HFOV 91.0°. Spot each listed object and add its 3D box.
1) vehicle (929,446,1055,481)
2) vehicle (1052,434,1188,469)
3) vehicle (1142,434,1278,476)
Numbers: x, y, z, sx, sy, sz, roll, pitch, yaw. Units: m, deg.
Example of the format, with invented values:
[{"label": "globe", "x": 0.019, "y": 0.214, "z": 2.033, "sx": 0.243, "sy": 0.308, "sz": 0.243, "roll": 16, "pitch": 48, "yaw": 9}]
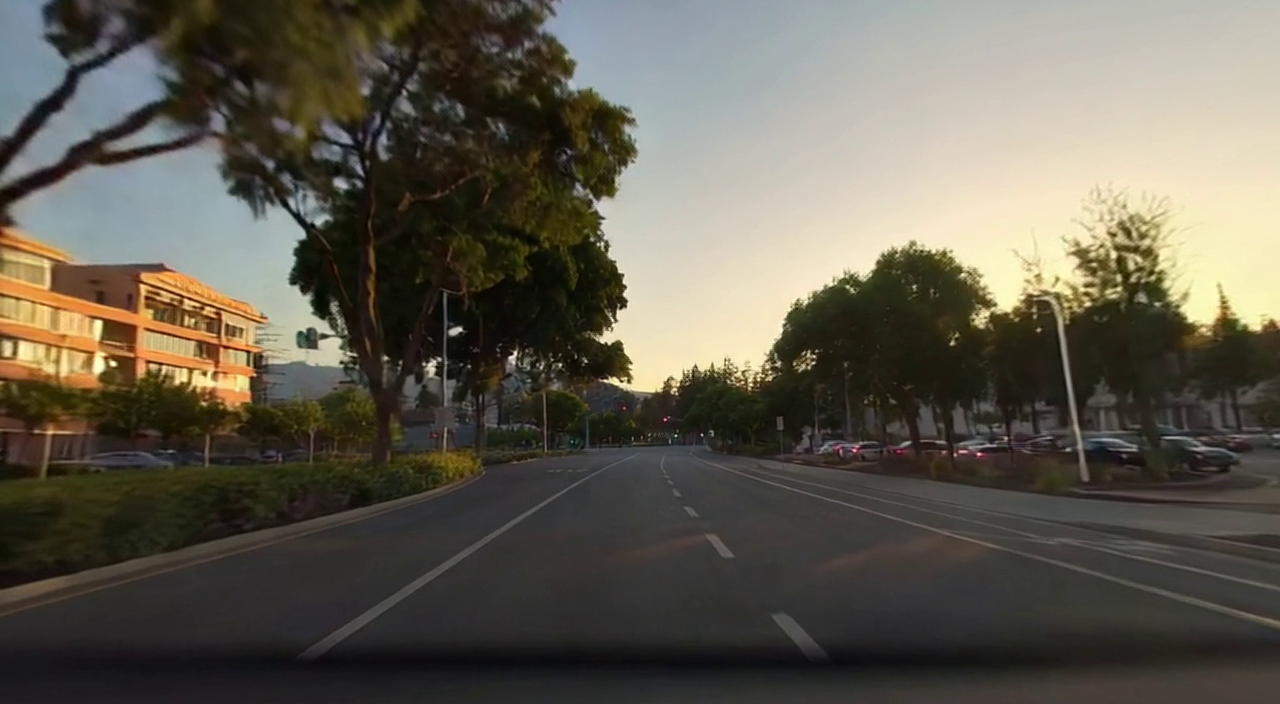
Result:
[{"label": "vehicle", "x": 15.395, "y": 4.902, "z": 27.718, "sx": 4.331, "sy": 1.469, "sz": 2.008, "roll": 0, "pitch": -9, "yaw": 2}, {"label": "vehicle", "x": 26.927, "y": 5.604, "z": 35.492, "sx": 5.663, "sy": 1.895, "sz": 2.229, "roll": -1, "pitch": -9, "yaw": 3}, {"label": "vehicle", "x": 27.500, "y": 4.963, "z": 30.484, "sx": 4.627, "sy": 1.659, "sz": 1.882, "roll": -3, "pitch": -7, "yaw": 0}]
